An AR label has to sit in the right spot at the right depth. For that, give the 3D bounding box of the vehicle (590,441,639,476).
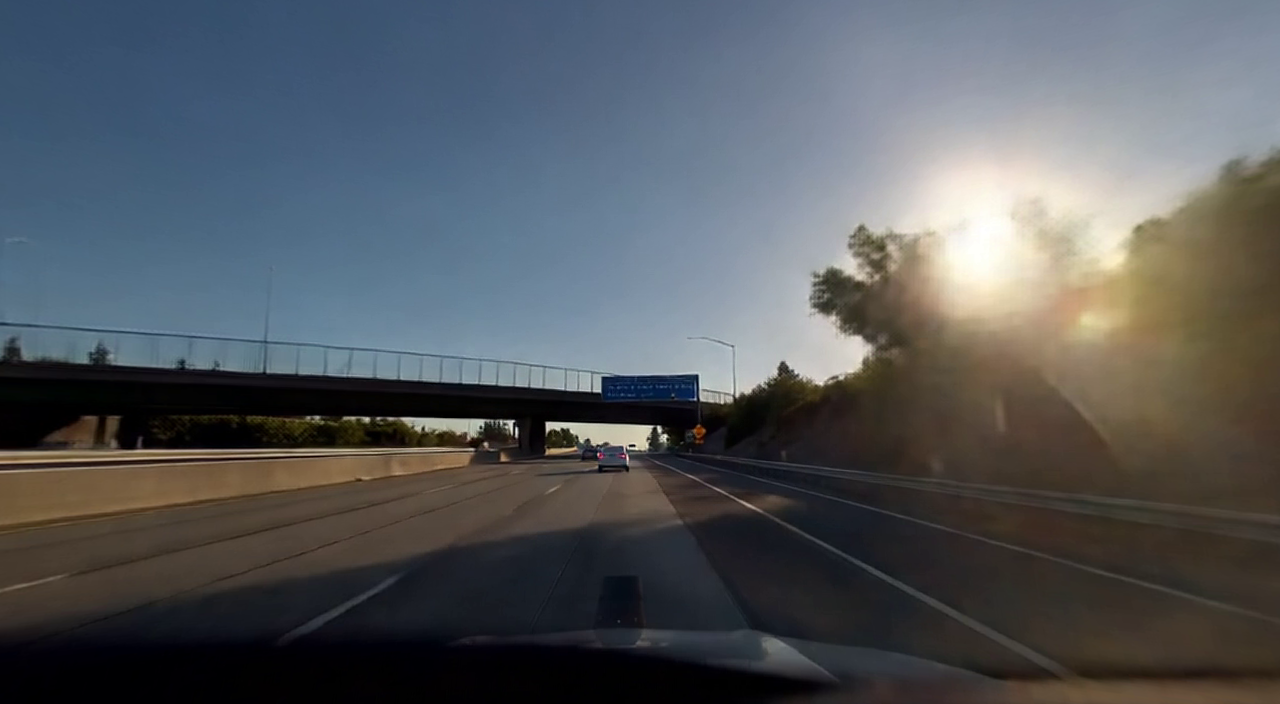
[{"bbox_3d":[-1.165,5.091,30.079,2.055,1.509,4.255,-1,-9,2],"label":"vehicle"}]
